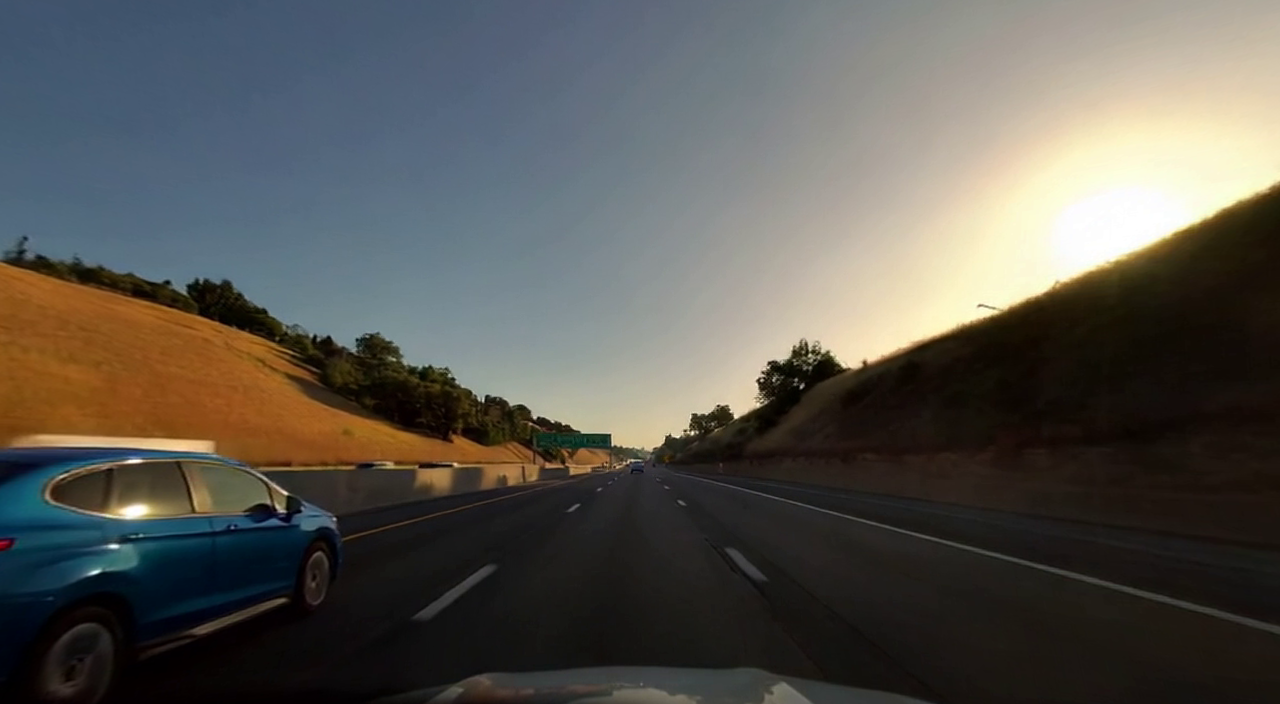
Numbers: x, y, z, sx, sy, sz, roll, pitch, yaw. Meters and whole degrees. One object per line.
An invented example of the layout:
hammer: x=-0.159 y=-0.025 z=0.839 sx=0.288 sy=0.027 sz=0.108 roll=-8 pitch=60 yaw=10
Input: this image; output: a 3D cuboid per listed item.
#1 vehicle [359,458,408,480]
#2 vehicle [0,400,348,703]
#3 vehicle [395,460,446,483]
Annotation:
vehicle: x=-19.911 y=9.122 z=49.173 sx=1.926 sy=1.630 sz=4.454 roll=1 pitch=-10 yaw=0
vehicle: x=-3.176 y=0.962 z=2.389 sx=2.016 sy=1.506 sz=4.387 roll=1 pitch=-10 yaw=0
vehicle: x=-15.004 y=8.189 z=43.285 sx=1.818 sy=1.491 sz=4.533 roll=1 pitch=-10 yaw=0
